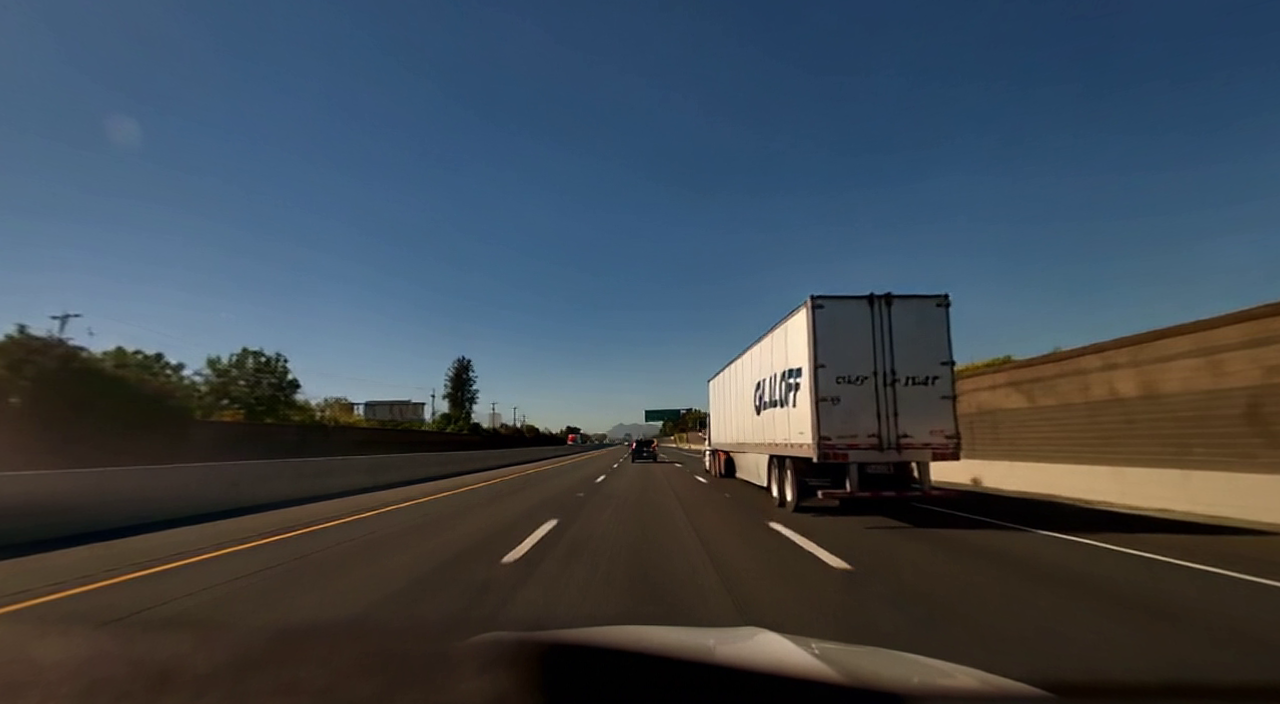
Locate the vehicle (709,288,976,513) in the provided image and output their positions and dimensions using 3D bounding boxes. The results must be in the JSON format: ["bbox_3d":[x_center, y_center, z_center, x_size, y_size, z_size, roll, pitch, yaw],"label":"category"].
[{"bbox_3d":[4.499,1.924,19.114,2.936,4.125,15.204,0,-8,-1],"label":"vehicle"}]

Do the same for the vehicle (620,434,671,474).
[{"bbox_3d":[0.244,4.522,28.129,2.111,1.635,4.177,0,-8,1],"label":"vehicle"}]
